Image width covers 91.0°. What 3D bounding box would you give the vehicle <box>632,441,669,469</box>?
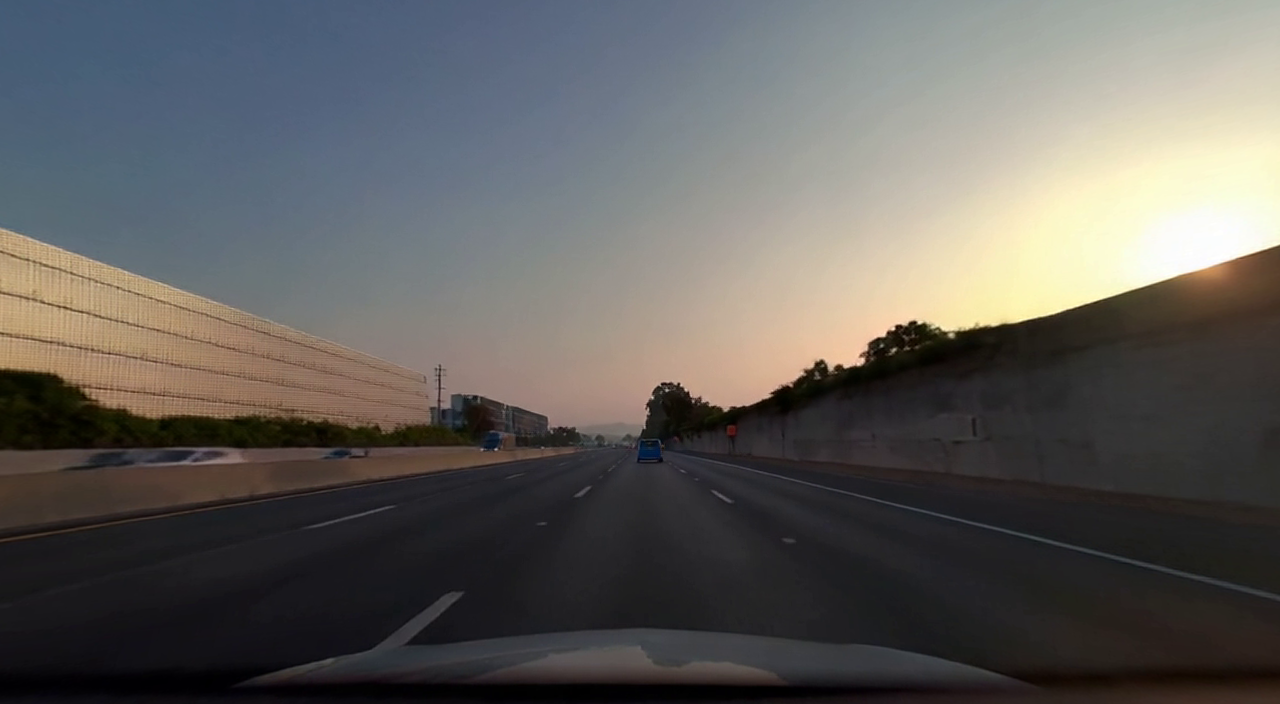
[{"bbox_3d":[0.573,5.725,35.239,1.997,1.484,3.409,0,-8,0],"label":"vehicle"}]
